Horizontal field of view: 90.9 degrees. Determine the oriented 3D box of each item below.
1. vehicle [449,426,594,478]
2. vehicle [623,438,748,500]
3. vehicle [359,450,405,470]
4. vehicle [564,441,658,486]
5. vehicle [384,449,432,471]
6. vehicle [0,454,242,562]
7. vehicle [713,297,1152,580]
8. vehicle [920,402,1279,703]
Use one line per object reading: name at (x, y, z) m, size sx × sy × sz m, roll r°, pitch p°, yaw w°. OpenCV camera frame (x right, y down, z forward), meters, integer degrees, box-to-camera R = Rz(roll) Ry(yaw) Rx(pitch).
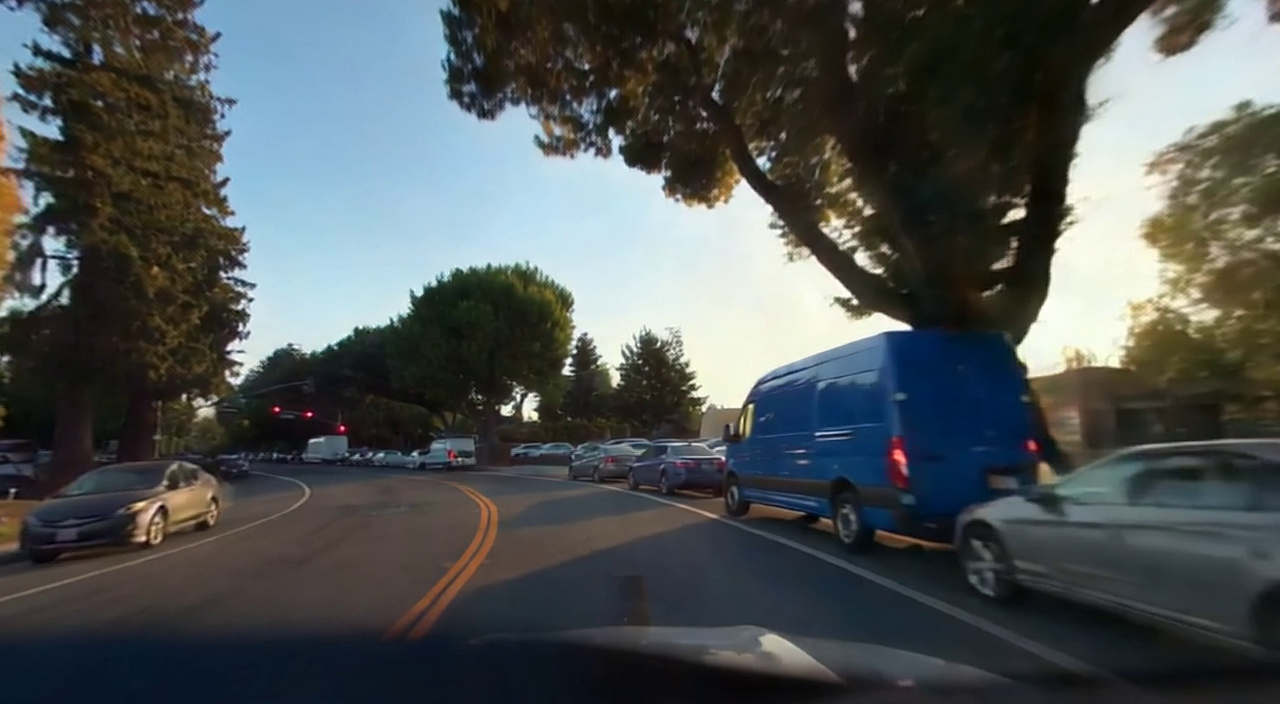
vehicle at (-6.458, 5.115, 32.395) m, size 3.041 × 2.164 × 10.370 m, roll 4°, pitch -10°, yaw -36°
vehicle at (1.065, 3.136, 17.463) m, size 1.961 × 1.456 × 4.569 m, roll 2°, pitch -9°, yaw -16°
vehicle at (-20.315, 8.476, 49.529) m, size 1.762 × 1.444 × 4.906 m, roll 7°, pitch -11°, yaw -41°
vehicle at (-1.203, 4.088, 23.480) m, size 1.957 × 1.479 × 4.554 m, roll 3°, pitch -9°, yaw -24°
vehicle at (-16.709, 7.732, 45.318) m, size 1.804 × 1.453 × 4.462 m, roll 7°, pitch -11°, yaw -39°
vehicle at (-8.977, 2.599, 11.231) m, size 1.985 × 1.485 × 3.820 m, roll 2°, pitch -9°, yaw -14°
vehicle at (3.303, 1.311, 9.629) m, size 2.406 × 2.689 × 6.916 m, roll 1°, pitch -8°, yaw -10°
vehicle at (3.740, 1.100, 3.779) m, size 1.891 × 1.466 × 4.362 m, roll 0°, pitch -8°, yaw -3°
